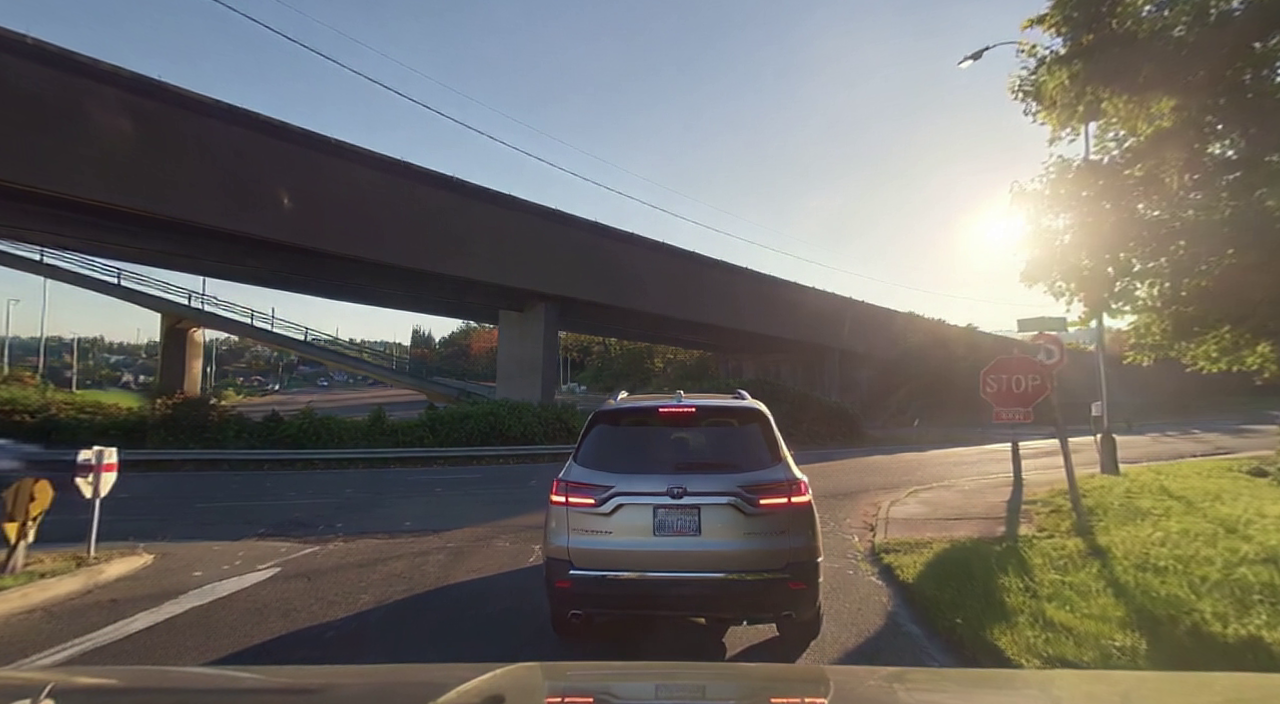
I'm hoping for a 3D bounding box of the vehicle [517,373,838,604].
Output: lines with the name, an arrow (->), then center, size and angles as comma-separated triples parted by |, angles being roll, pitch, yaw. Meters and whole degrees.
vehicle -> 0.314, 1.395, 7.187 | 2.494, 1.804, 4.336 | 0, -9, 1
